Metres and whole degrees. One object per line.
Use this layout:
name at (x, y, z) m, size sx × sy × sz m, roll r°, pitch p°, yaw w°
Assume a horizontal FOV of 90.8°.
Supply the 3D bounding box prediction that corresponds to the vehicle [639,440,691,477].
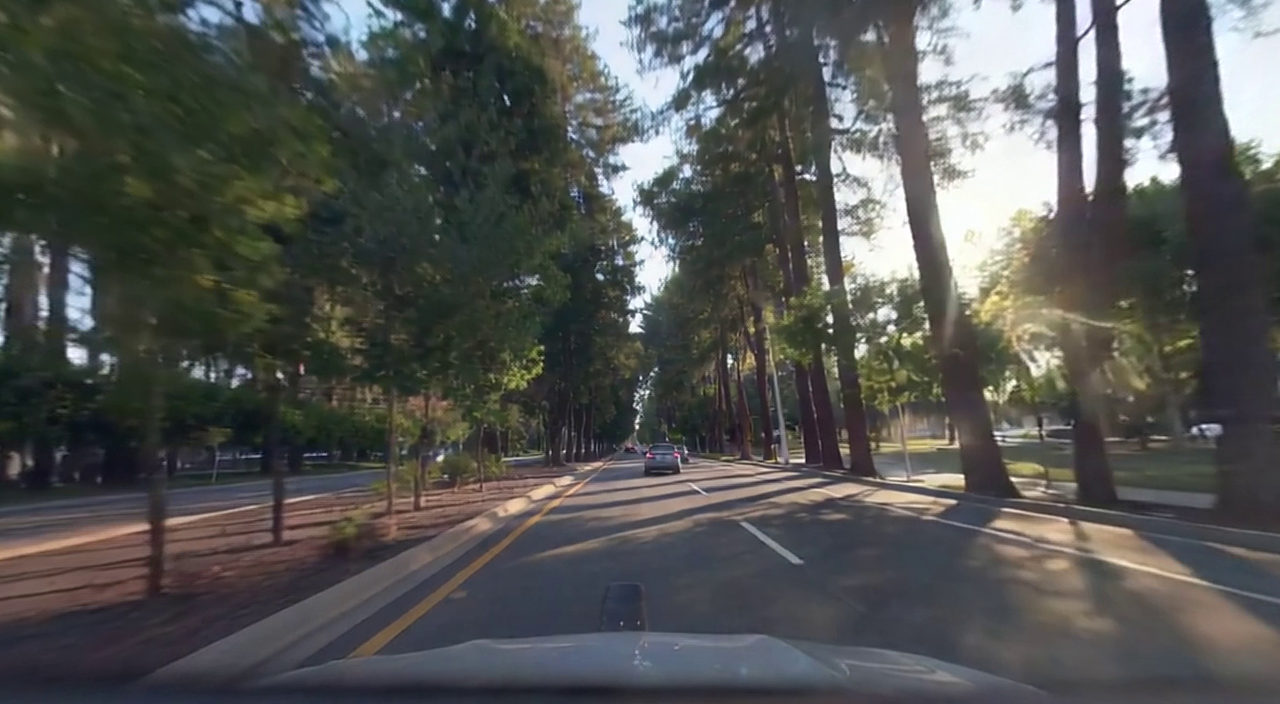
vehicle at (1.046, 4.884, 29.297) m, size 2.048 × 1.584 × 4.393 m, roll 0°, pitch -8°, yaw -2°
